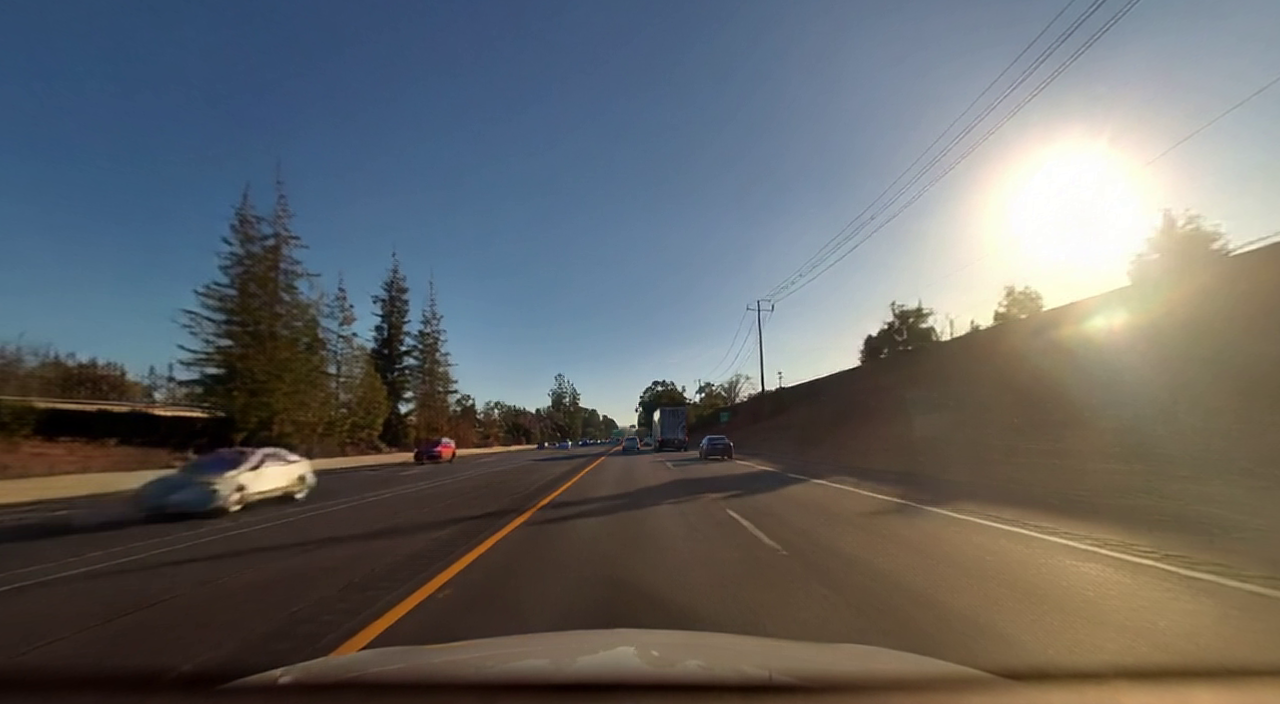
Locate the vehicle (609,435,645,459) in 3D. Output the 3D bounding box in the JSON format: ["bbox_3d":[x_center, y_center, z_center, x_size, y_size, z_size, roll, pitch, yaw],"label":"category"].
[{"bbox_3d":[-0.816,6.056,40.416,2.163,1.466,3.693,0,-8,-1],"label":"vehicle"}]

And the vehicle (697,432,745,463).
[{"bbox_3d":[4.258,5.049,33.607,1.930,1.573,3.853,0,-8,-2],"label":"vehicle"}]

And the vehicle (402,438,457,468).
[{"bbox_3d":[-13.421,6.451,40.471,2.119,1.787,4.146,0,-8,0],"label":"vehicle"}]

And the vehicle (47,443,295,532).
[{"bbox_3d":[-9.560,2.736,13.420,2.106,1.511,4.134,0,-8,-1],"label":"vehicle"}]
